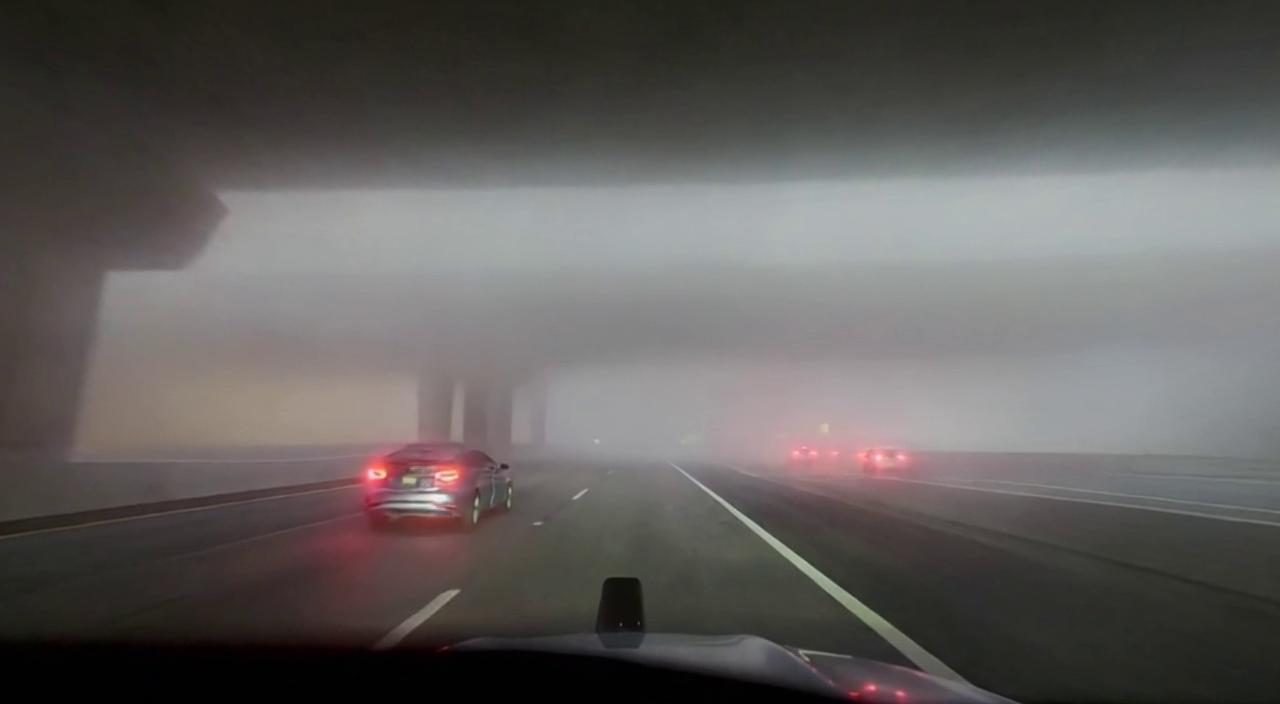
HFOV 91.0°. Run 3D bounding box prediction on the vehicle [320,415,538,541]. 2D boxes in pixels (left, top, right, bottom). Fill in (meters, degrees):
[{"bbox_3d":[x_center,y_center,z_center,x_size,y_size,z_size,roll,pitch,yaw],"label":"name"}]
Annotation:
[{"bbox_3d":[-3.324,2.102,11.132,2.203,1.734,4.600,0,-9,1],"label":"vehicle"}]
